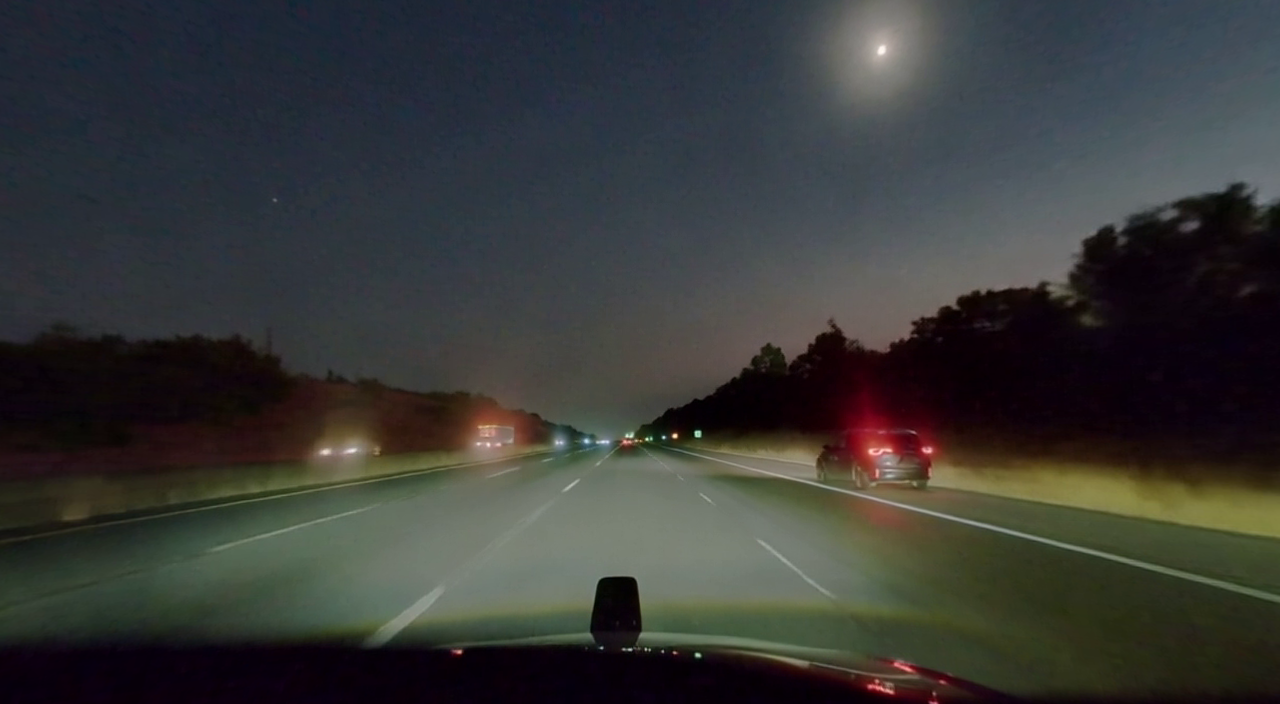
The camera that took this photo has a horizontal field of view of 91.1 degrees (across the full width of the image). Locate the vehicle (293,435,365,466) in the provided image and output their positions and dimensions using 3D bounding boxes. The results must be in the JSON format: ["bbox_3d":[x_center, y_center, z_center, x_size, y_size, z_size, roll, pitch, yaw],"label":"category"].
[{"bbox_3d":[-16.380,5.180,33.332,1.902,1.512,4.009,0,-8,-2],"label":"vehicle"}]
